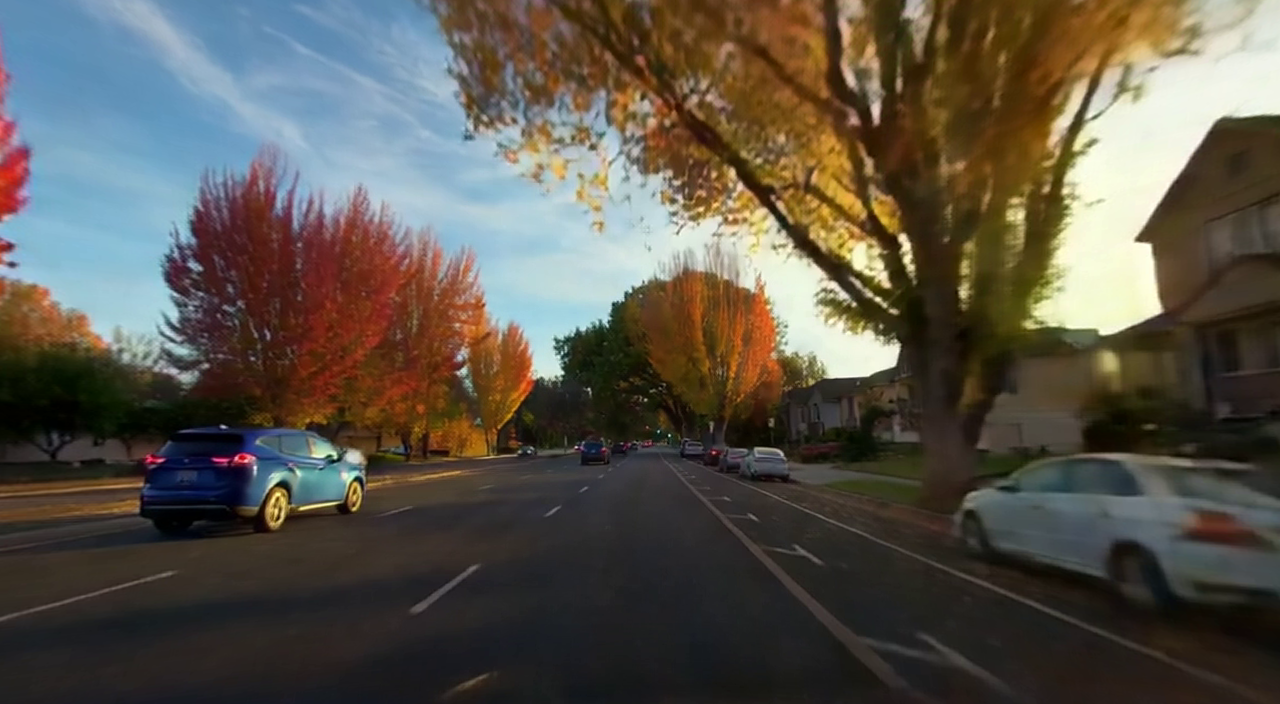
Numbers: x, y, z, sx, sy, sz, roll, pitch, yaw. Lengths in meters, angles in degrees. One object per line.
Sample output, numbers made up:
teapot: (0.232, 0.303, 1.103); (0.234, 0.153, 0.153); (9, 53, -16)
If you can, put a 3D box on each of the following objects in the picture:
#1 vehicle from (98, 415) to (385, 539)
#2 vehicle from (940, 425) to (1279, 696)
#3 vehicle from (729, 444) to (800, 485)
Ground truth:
vehicle: (-6.519, 2.095, 11.150); (2.034, 1.711, 4.512); (0, -9, 1)
vehicle: (4.603, 1.480, 5.520); (1.939, 1.504, 4.189); (0, -9, 1)
vehicle: (5.016, 4.573, 26.040); (1.952, 1.505, 4.713); (0, -9, 0)
